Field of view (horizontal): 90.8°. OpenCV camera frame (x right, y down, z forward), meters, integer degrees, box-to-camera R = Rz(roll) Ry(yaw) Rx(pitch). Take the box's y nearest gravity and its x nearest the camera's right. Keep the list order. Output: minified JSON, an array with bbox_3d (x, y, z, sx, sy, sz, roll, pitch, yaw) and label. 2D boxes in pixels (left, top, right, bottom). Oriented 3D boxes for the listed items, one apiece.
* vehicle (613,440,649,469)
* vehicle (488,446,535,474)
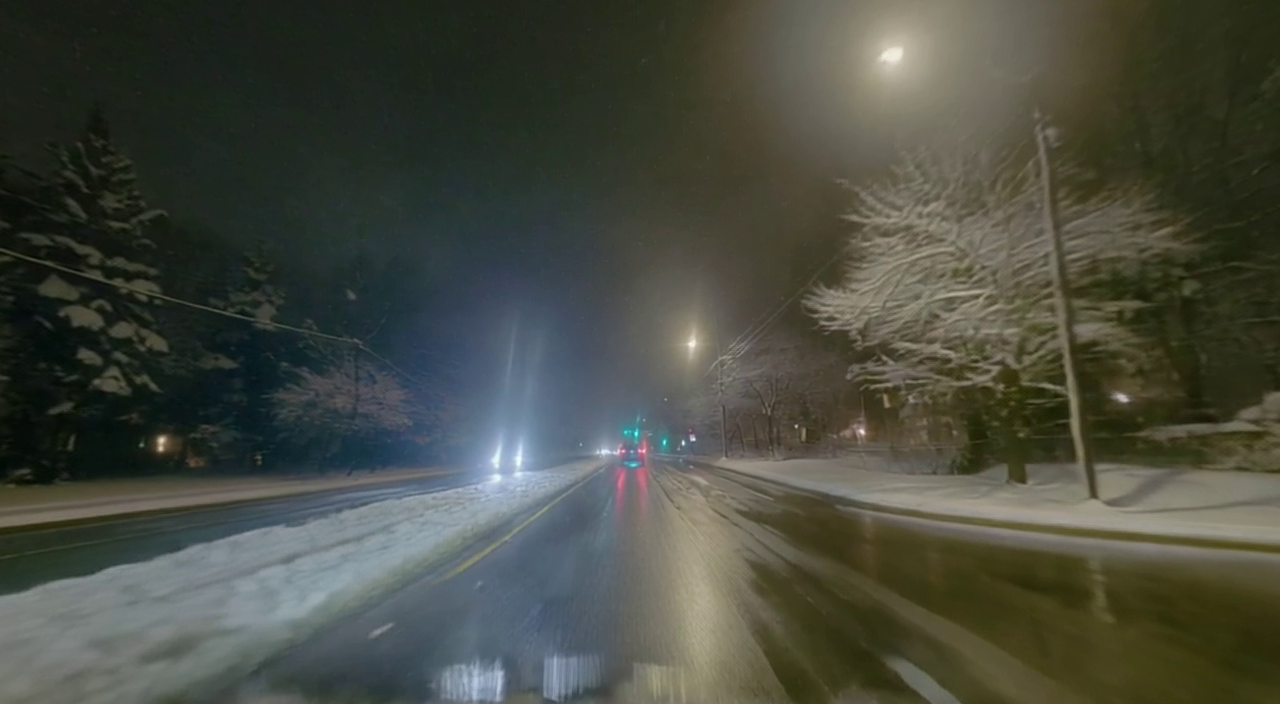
[{"bbox_3d":[-0.630,6.826,42.260,2.230,1.827,4.298,0,-9,-2],"label":"vehicle"},{"bbox_3d":[-7.560,6.371,37.513,1.967,1.571,3.853,0,-9,0],"label":"vehicle"}]
